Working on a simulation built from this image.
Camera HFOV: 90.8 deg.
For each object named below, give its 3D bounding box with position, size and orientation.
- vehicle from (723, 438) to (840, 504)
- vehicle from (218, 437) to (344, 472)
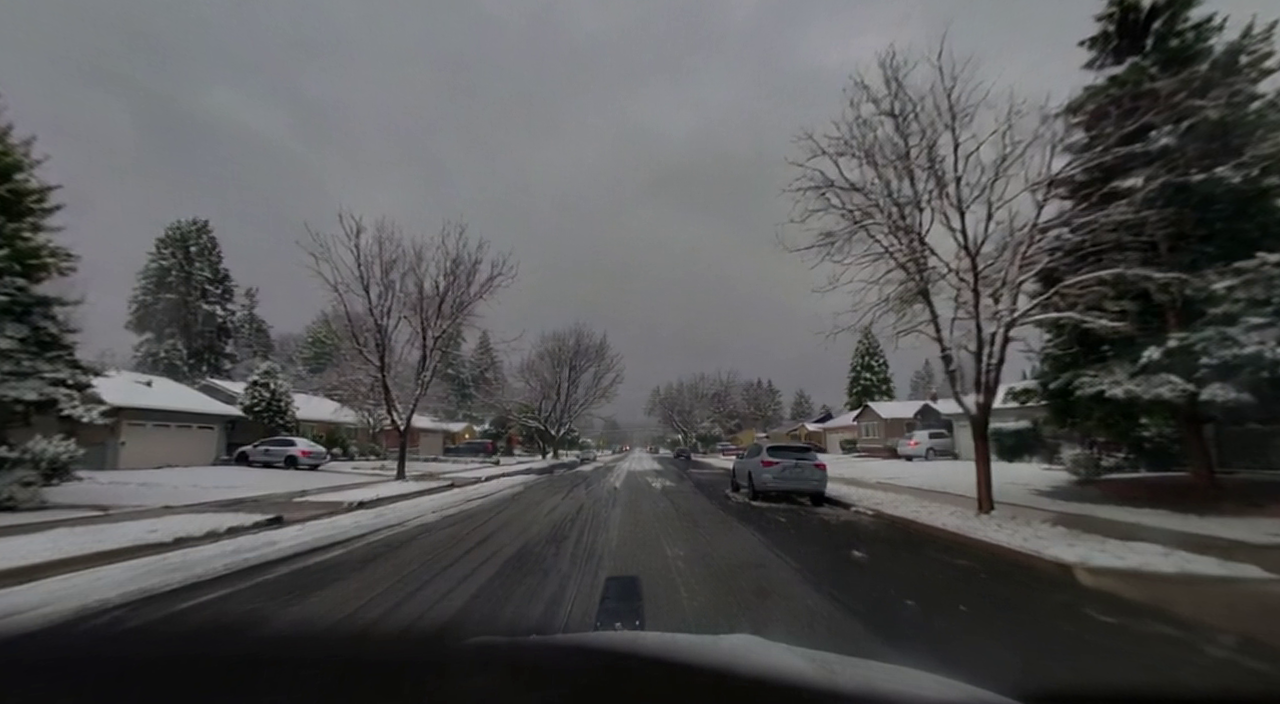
[{"bbox_3d":[3.796,3.295,17.925,2.136,1.596,4.790,0,-9,-1],"label":"vehicle"},{"bbox_3d":[-16.783,4.817,29.738,4.607,1.573,2.058,1,-9,-4],"label":"vehicle"}]
